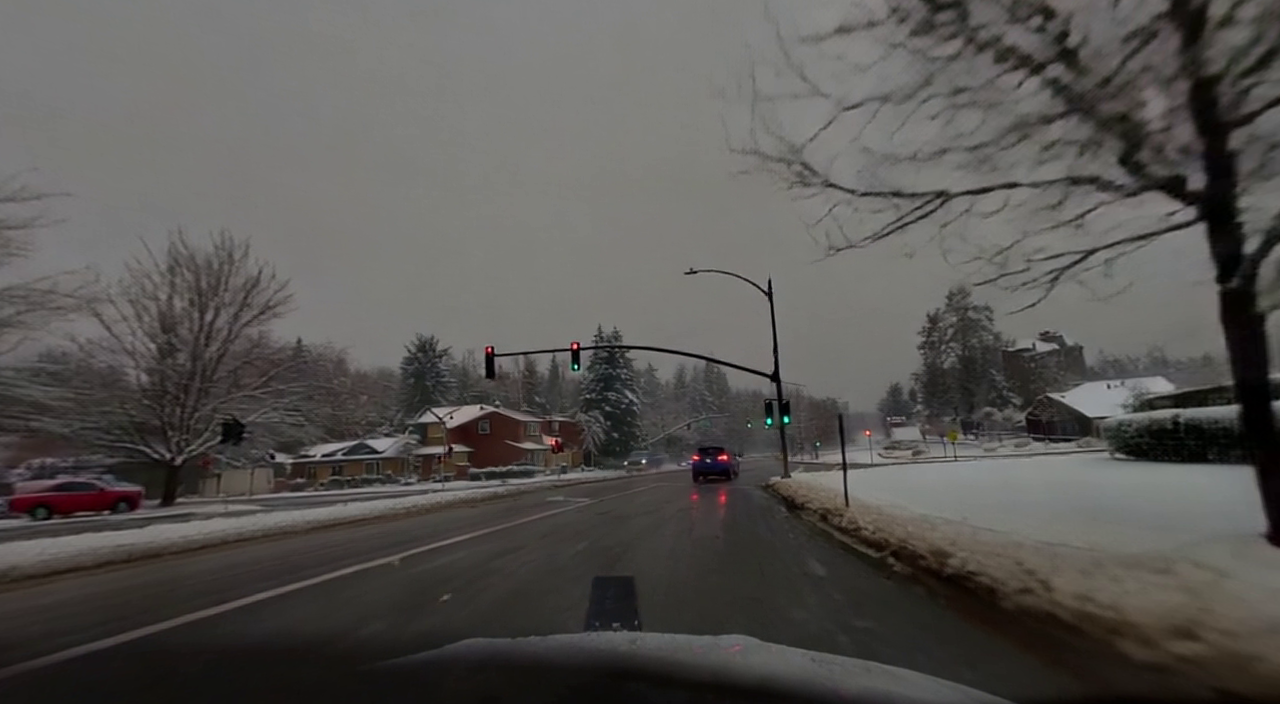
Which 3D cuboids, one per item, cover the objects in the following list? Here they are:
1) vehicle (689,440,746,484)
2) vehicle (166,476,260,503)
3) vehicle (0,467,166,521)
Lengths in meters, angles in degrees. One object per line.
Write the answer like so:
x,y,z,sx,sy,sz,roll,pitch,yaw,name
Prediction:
3.855,5.254,30.423,2.059,1.908,4.714,-2,-9,15,vehicle
-29.706,9.571,43.916,4.697,1.691,2.486,0,-8,-3,vehicle
-24.329,6.149,27.734,2.332,1.896,5.688,0,-8,1,vehicle
